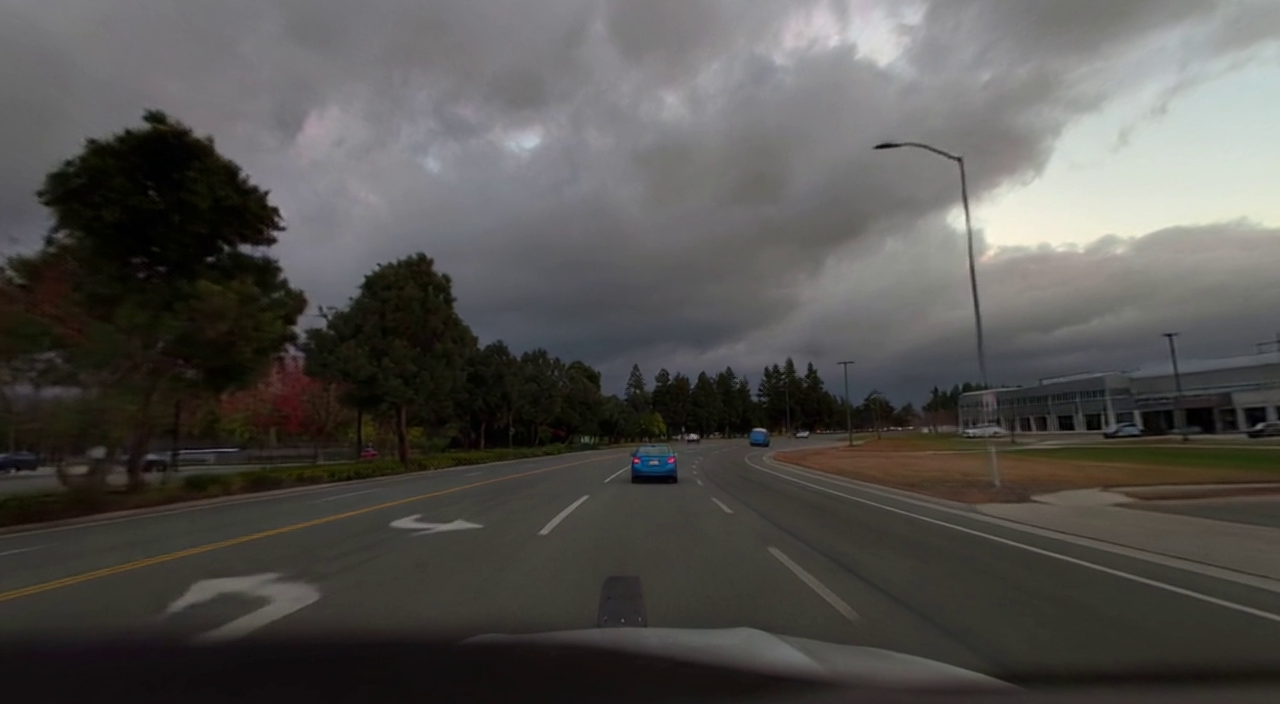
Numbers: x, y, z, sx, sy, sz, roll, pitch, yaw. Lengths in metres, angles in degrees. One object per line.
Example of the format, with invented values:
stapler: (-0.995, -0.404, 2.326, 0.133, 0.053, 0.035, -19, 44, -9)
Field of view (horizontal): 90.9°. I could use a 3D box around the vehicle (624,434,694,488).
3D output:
vehicle: (0.622, 3.436, 20.142, 2.010, 1.535, 3.735, -1, -8, 2)
